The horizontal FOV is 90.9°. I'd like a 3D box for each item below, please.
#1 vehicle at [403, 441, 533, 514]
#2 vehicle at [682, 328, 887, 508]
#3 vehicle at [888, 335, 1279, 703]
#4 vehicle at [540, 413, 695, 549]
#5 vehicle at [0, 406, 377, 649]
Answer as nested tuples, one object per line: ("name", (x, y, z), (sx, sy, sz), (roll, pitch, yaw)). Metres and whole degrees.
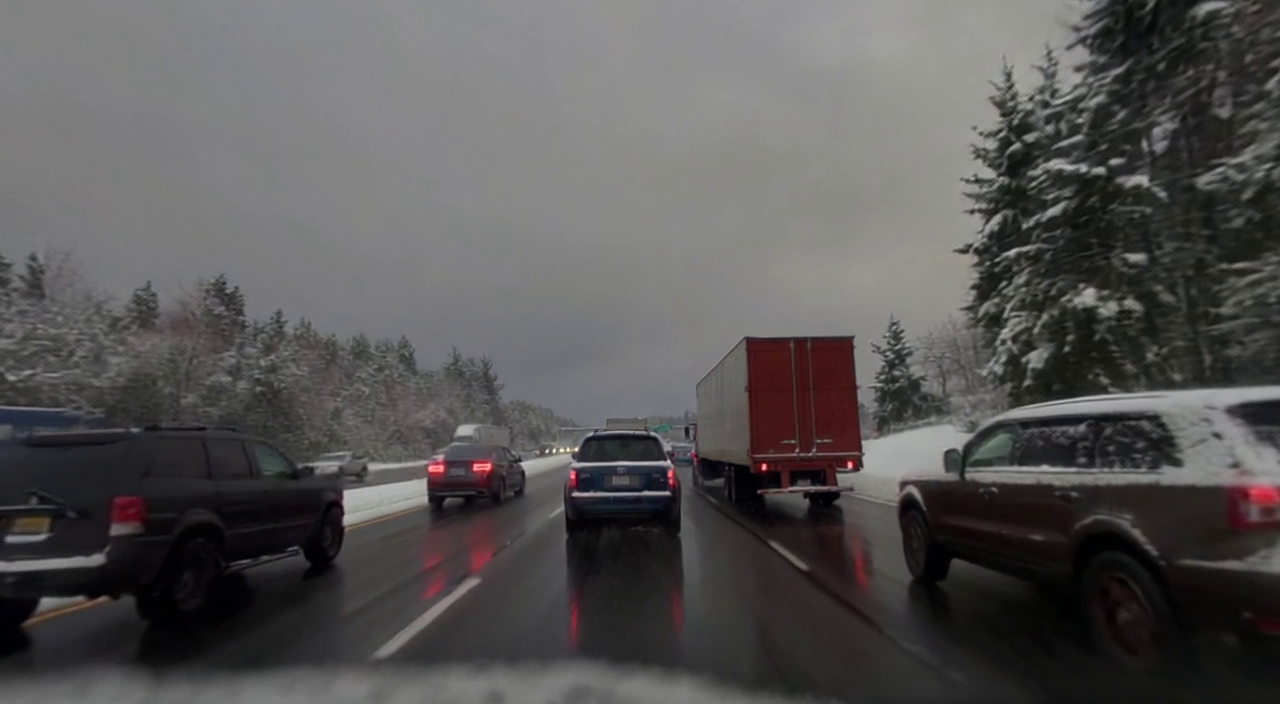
("vehicle", (-3.968, 2.971, 15.401), (1.923, 1.503, 4.293), (0, -9, 1))
("vehicle", (3.786, 2.677, 22.153), (3.186, 4.111, 15.553), (0, -9, -1))
("vehicle", (3.657, 1.076, 4.225), (2.076, 1.751, 4.666), (0, -9, 0))
("vehicle", (-0.311, 2.039, 10.516), (2.037, 1.792, 4.194), (0, -9, 0))
("vehicle", (-4.329, 1.477, 6.216), (1.789, 1.620, 3.841), (0, -9, 0))
